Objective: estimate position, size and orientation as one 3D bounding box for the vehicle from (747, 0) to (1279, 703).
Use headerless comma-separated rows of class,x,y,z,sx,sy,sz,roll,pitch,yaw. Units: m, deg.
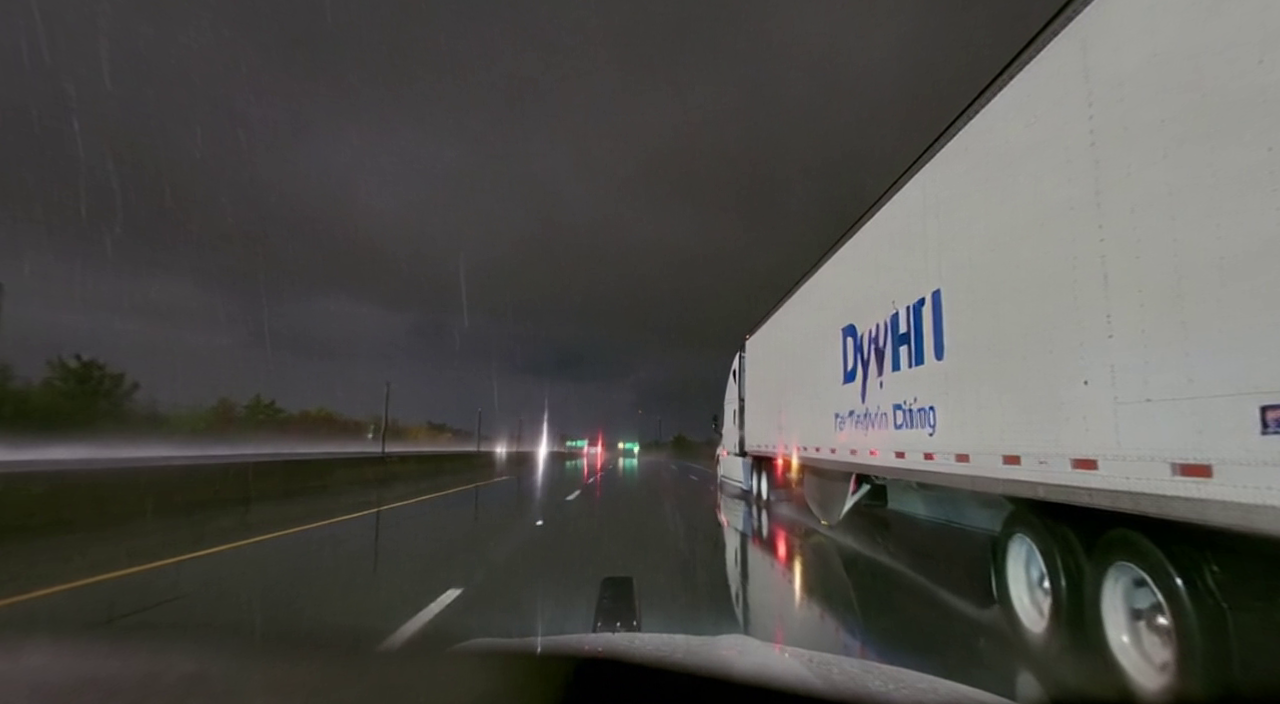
vehicle,3.953,0.534,8.473,2.962,4.132,12.720,0,-8,1
